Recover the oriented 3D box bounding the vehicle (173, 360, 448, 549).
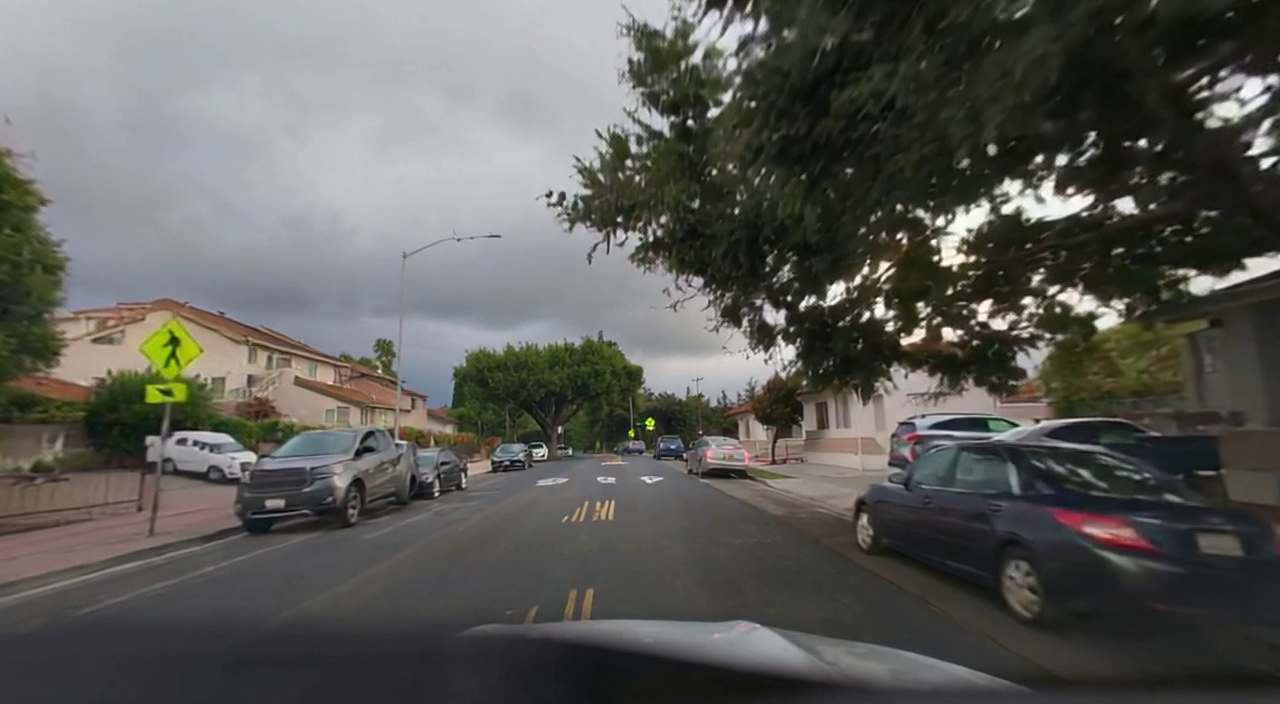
[{"bbox_3d":[-5.674,1.868,12.145,2.270,2.706,5.871,0,-8,-2],"label":"vehicle"}]

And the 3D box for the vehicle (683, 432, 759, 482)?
[{"bbox_3d":[2.782,3.722,22.841,1.875,1.568,4.899,0,-7,-3],"label":"vehicle"}]

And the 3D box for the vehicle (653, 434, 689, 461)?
[{"bbox_3d":[1.968,6.244,41.270,1.997,1.663,4.544,-1,-8,-1],"label":"vehicle"}]

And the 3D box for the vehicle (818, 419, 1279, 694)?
[{"bbox_3d":[3.485,1.428,5.857,1.972,1.492,4.506,0,-7,-5],"label":"vehicle"}]

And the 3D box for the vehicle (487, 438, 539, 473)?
[{"bbox_3d":[-6.490,5.315,32.795,1.972,1.502,5.530,0,-7,-5],"label":"vehicle"}]
